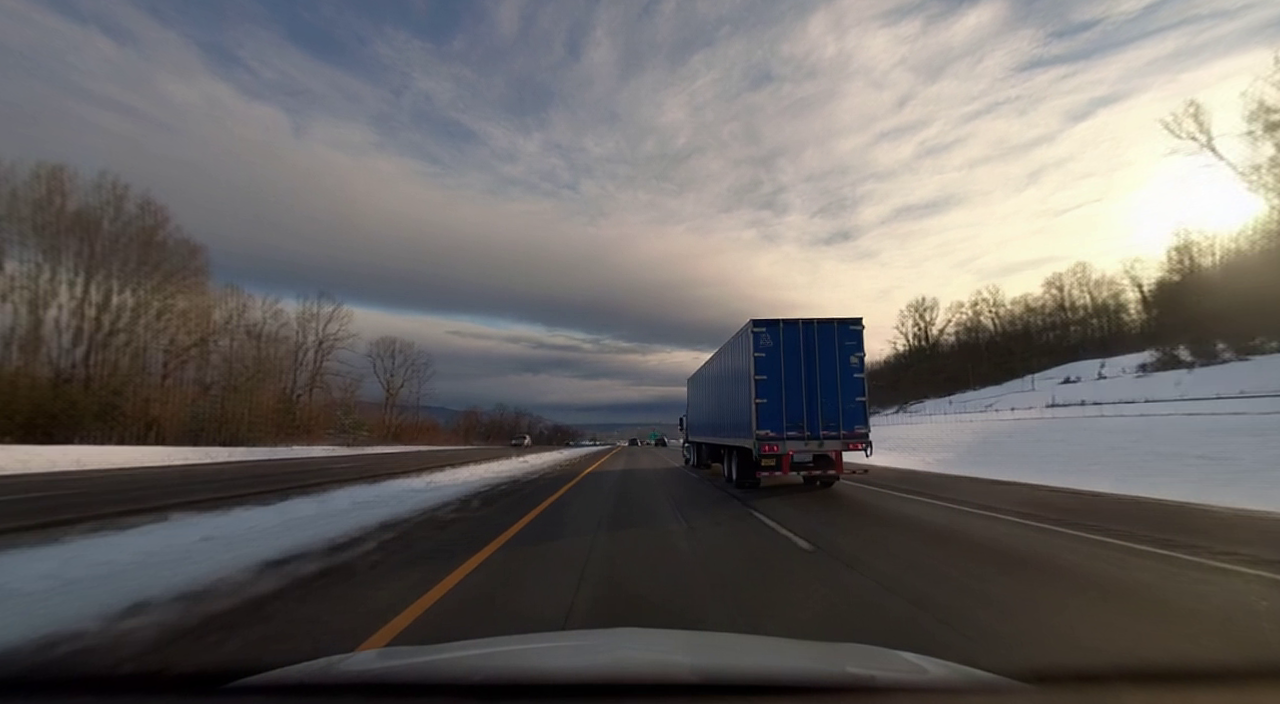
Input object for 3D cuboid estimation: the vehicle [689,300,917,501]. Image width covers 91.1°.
[{"bbox_3d":[4.094,2.159,21.910,3.203,4.273,17.131,0,-8,-1],"label":"vehicle"}]
